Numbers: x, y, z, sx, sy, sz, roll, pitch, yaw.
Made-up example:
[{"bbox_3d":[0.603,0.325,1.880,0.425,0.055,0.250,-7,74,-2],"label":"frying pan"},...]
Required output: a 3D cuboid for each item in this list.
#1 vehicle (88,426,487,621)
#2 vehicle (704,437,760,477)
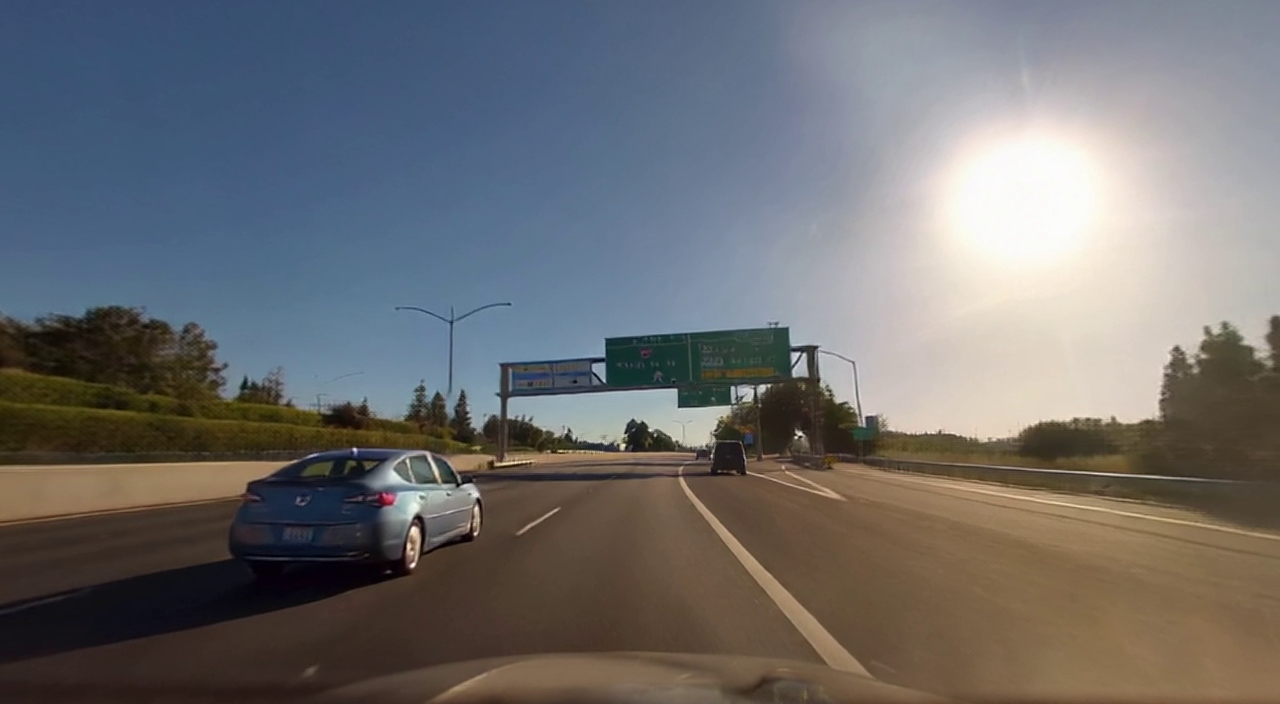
[{"bbox_3d":[-3.287,1.677,7.151,1.937,1.490,4.372,0,-9,1],"label":"vehicle"},{"bbox_3d":[4.487,5.204,31.431,2.225,1.833,4.340,0,-9,1],"label":"vehicle"}]
